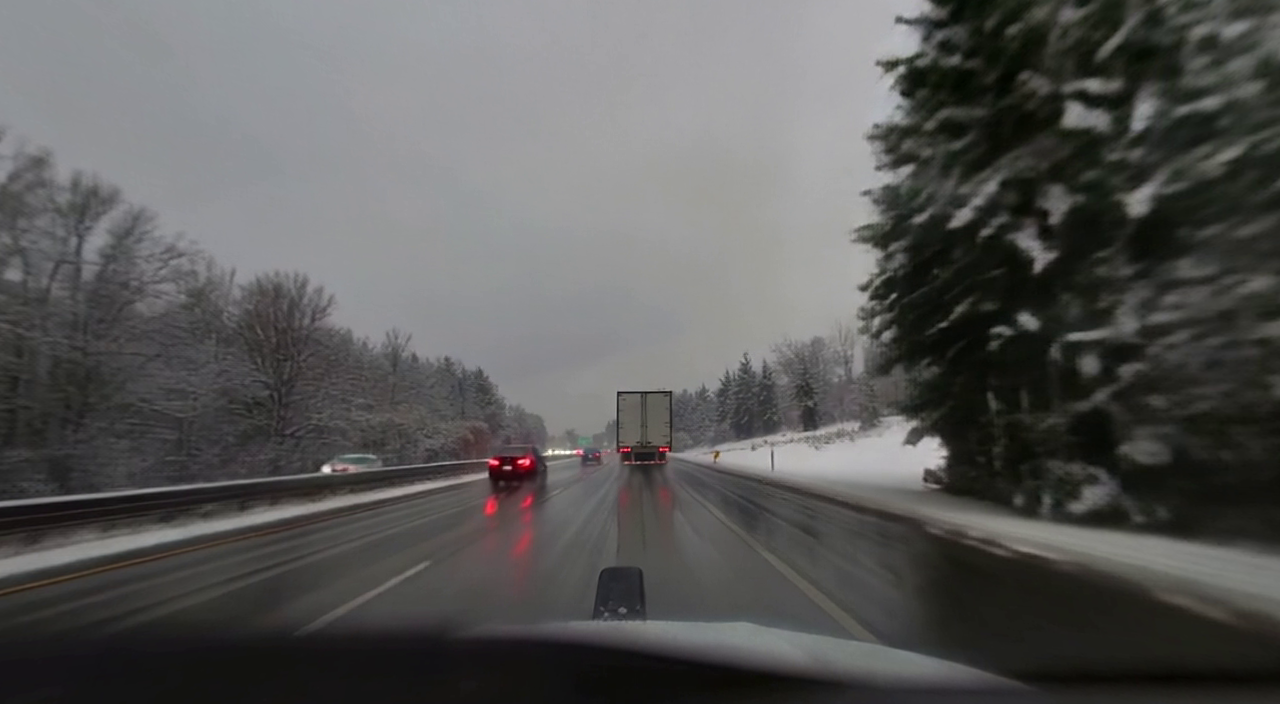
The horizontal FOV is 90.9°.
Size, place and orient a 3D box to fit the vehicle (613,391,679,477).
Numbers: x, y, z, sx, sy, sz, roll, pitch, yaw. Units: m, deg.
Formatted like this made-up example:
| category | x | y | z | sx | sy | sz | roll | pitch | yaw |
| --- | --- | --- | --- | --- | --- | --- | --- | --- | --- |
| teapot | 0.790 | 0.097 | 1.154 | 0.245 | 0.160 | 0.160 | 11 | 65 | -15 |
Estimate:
| category | x | y | z | sx | sy | sz | roll | pitch | yaw |
| --- | --- | --- | --- | --- | --- | --- | --- | --- | --- |
| vehicle | 0.203 | 4.433 | 33.136 | 2.959 | 3.828 | 9.617 | 0 | -9 | -1 |

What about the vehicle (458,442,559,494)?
| category | x | y | z | sx | sy | sz | roll | pitch | yaw |
| --- | --- | --- | --- | --- | --- | --- | --- | --- | --- |
| vehicle | -4.125 | 3.756 | 20.760 | 2.206 | 1.478 | 4.824 | 0 | -9 | 1 |

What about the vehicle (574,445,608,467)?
| category | x | y | z | sx | sy | sz | roll | pitch | yaw |
| --- | --- | --- | --- | --- | --- | --- | --- | --- | --- |
| vehicle | -3.674 | 7.909 | 47.955 | 2.074 | 1.546 | 4.946 | 0 | -9 | 1 |
